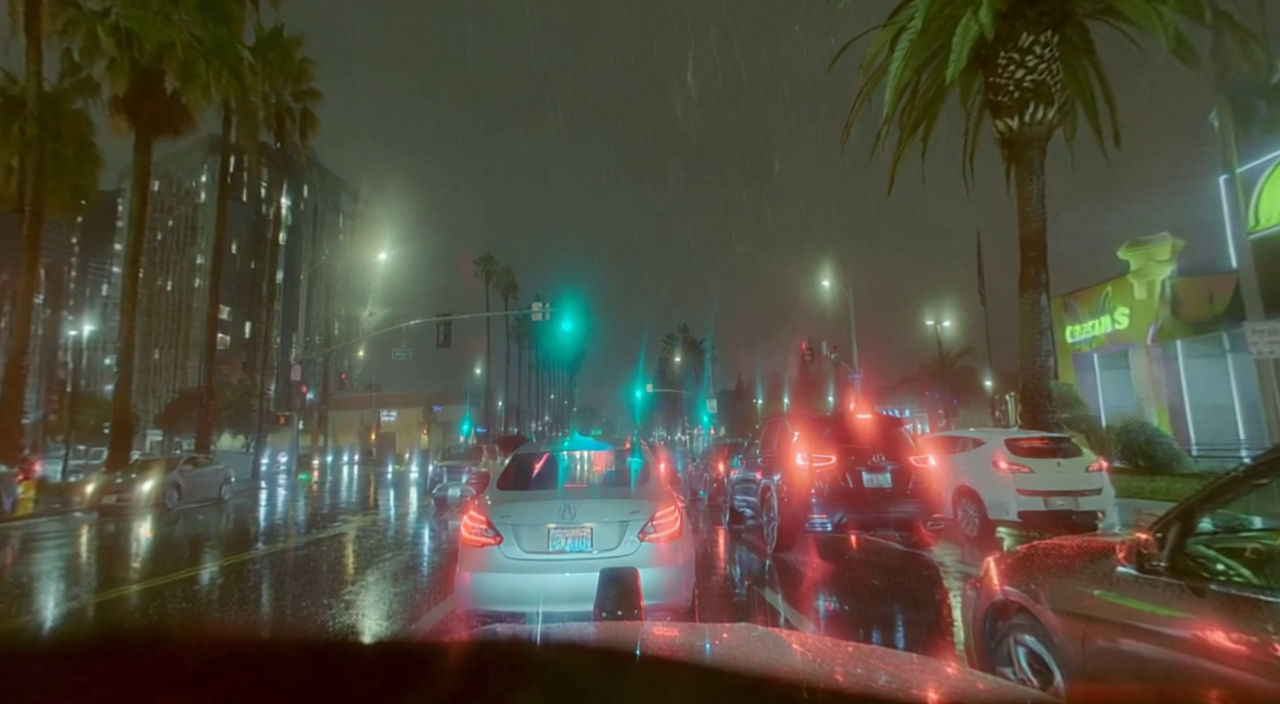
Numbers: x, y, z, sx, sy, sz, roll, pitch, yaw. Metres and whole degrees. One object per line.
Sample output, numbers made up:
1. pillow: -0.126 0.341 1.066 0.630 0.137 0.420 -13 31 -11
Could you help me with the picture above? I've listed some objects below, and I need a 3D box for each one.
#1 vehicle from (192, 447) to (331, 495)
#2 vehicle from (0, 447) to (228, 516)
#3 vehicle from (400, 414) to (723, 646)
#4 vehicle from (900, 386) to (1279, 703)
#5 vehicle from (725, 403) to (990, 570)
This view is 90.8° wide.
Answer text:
1. vehicle: -12.853 4.025 21.878 1.856 1.455 4.700 0 -9 0
2. vehicle: -12.849 3.137 15.920 1.870 1.475 4.531 0 -9 0
3. vehicle: -0.517 1.467 6.222 2.096 1.492 4.071 0 -9 0
4. vehicle: 2.626 0.812 1.479 2.085 1.469 4.458 0 -9 -1
5. vehicle: 2.637 1.772 9.067 2.096 1.775 4.440 0 -9 -2
